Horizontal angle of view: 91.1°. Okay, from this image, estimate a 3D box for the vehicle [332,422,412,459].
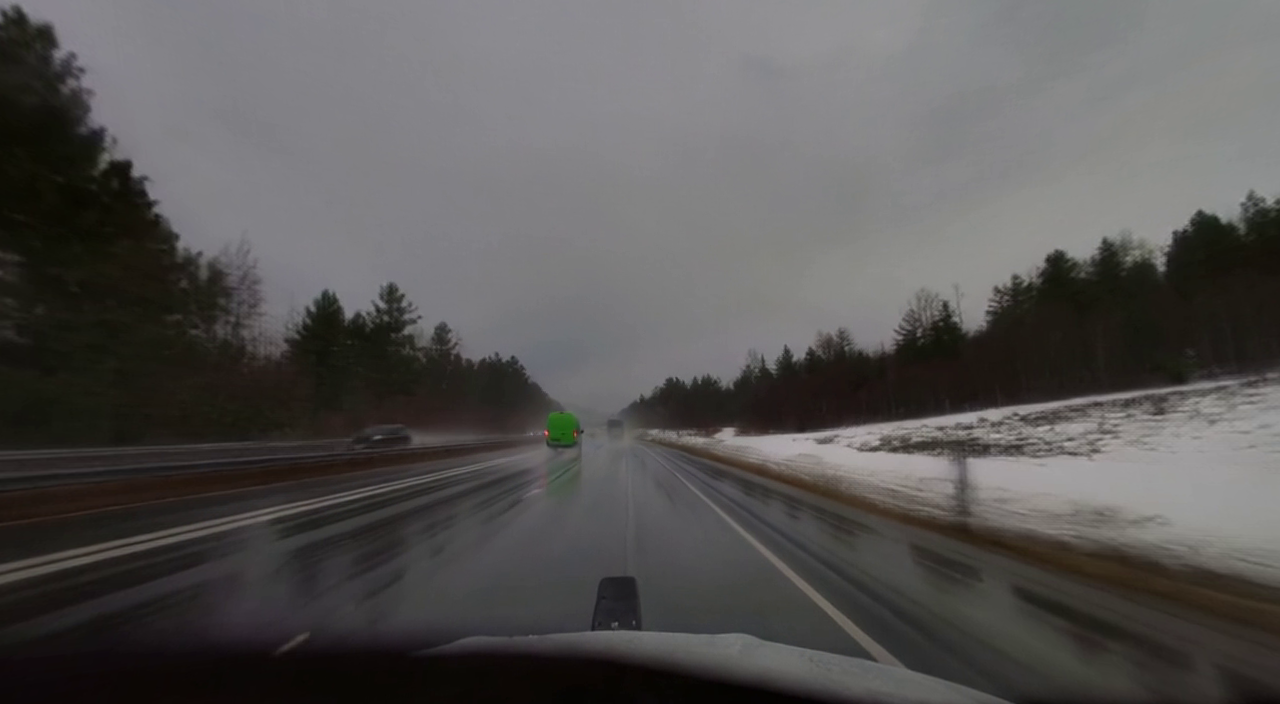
[{"bbox_3d":[-12.078,4.005,28.626,1.844,1.533,4.098,0,-8,0],"label":"vehicle"}]

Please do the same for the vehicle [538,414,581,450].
[{"bbox_3d":[-5.906,6.013,47.034,2.561,2.509,5.465,0,-8,-1],"label":"vehicle"}]
